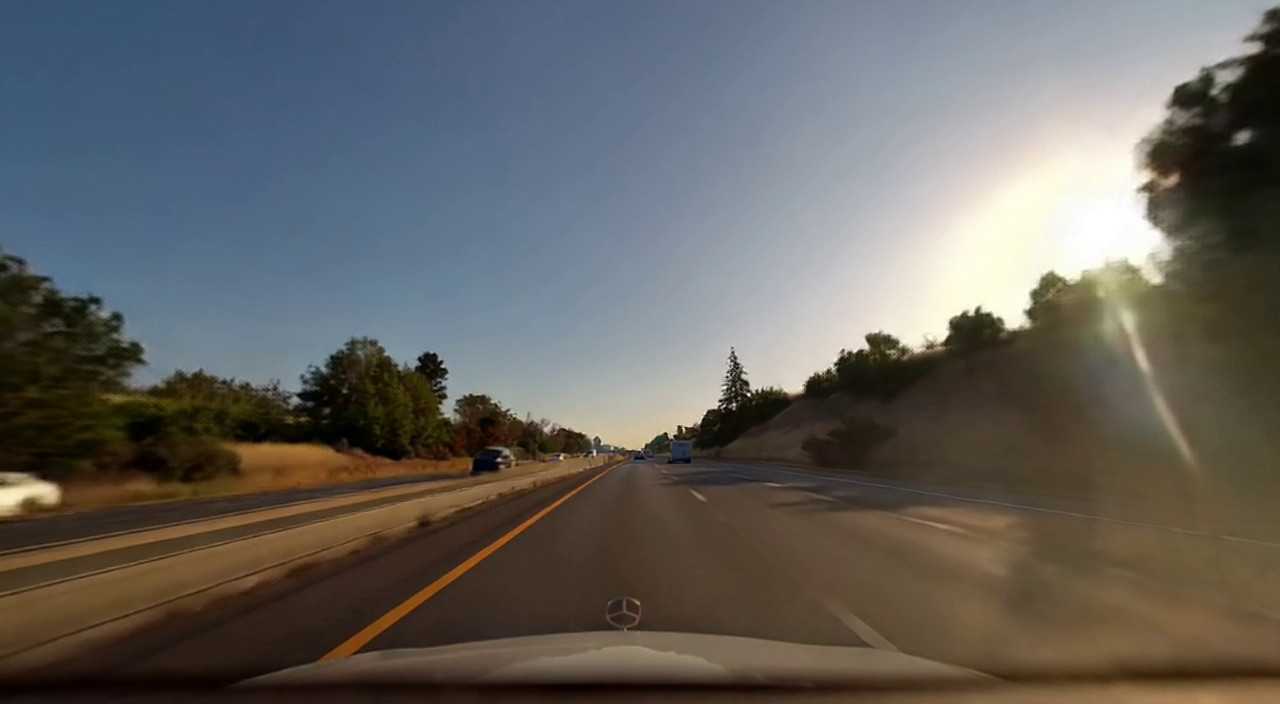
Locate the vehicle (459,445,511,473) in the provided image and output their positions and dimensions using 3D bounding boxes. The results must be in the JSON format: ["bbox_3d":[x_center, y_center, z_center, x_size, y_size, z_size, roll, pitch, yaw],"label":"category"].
[{"bbox_3d":[-9.998,6.934,41.032,2.173,1.668,4.848,0,-9,0],"label":"vehicle"}]
